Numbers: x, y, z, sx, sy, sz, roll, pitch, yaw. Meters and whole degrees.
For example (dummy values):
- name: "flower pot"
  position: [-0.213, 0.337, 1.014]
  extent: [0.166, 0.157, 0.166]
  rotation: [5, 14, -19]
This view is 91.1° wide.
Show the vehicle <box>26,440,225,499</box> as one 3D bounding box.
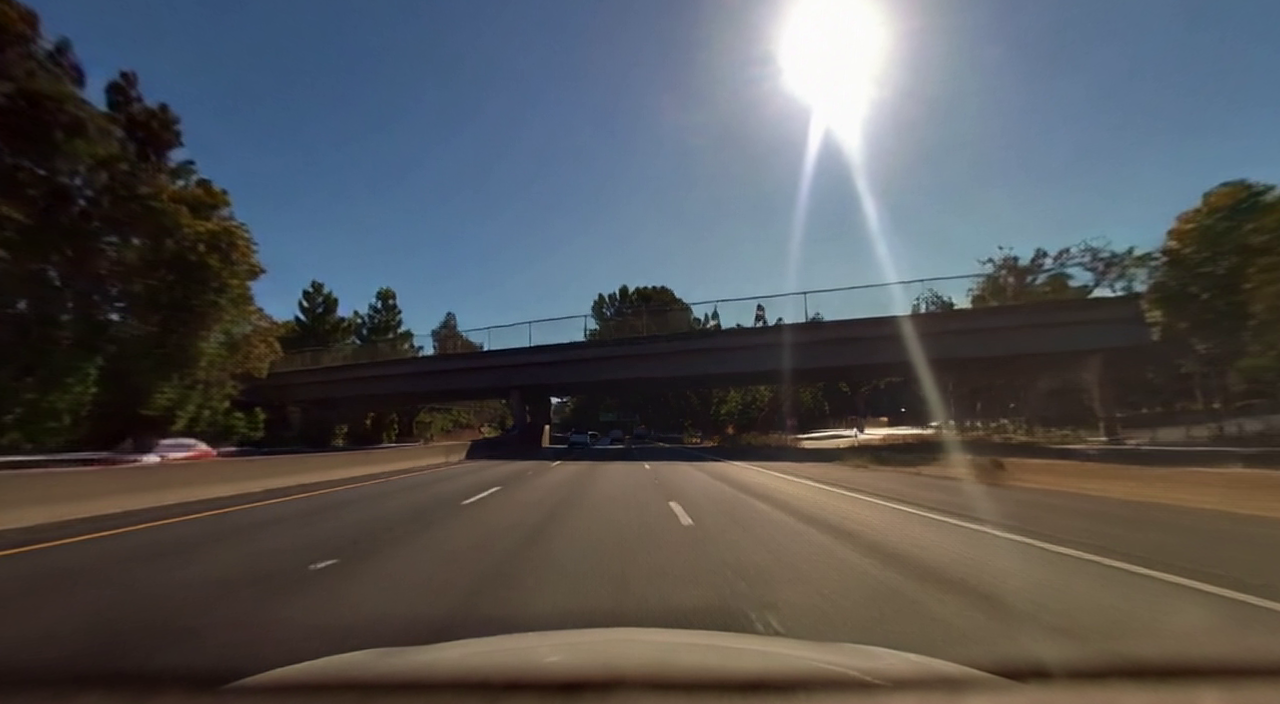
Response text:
- name: "vehicle"
  position: [-14.640, 3.321, 18.368]
  extent: [1.969, 1.473, 4.711]
  rotation: [0, -8, -2]
